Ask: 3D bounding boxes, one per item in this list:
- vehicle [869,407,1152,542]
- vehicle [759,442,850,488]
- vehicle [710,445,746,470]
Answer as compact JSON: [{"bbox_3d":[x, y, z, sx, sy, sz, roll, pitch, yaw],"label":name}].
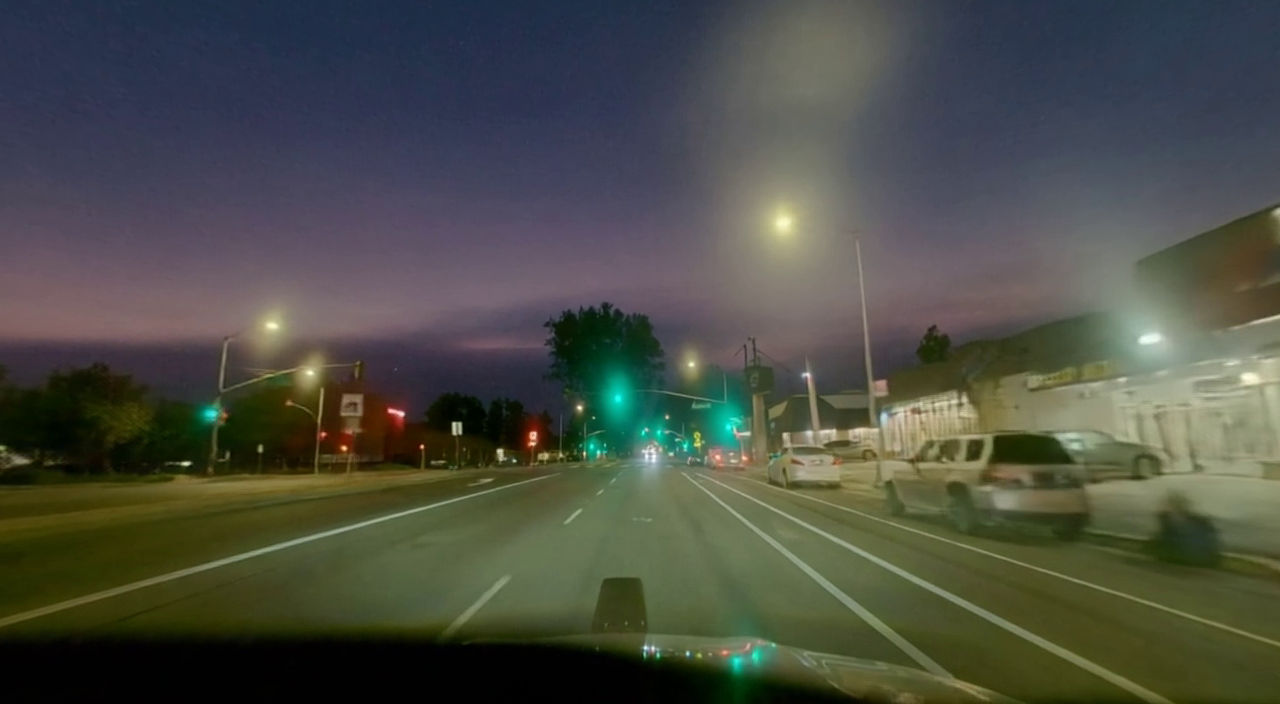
[{"bbox_3d":[5.917,2.037,11.032,1.931,1.814,4.870,0,-9,0],"label":"vehicle"},{"bbox_3d":[6.032,4.208,23.760,2.057,1.541,4.735,0,-9,-1],"label":"vehicle"},{"bbox_3d":[6.221,7.523,45.087,1.845,1.664,5.285,0,-9,1],"label":"vehicle"}]
